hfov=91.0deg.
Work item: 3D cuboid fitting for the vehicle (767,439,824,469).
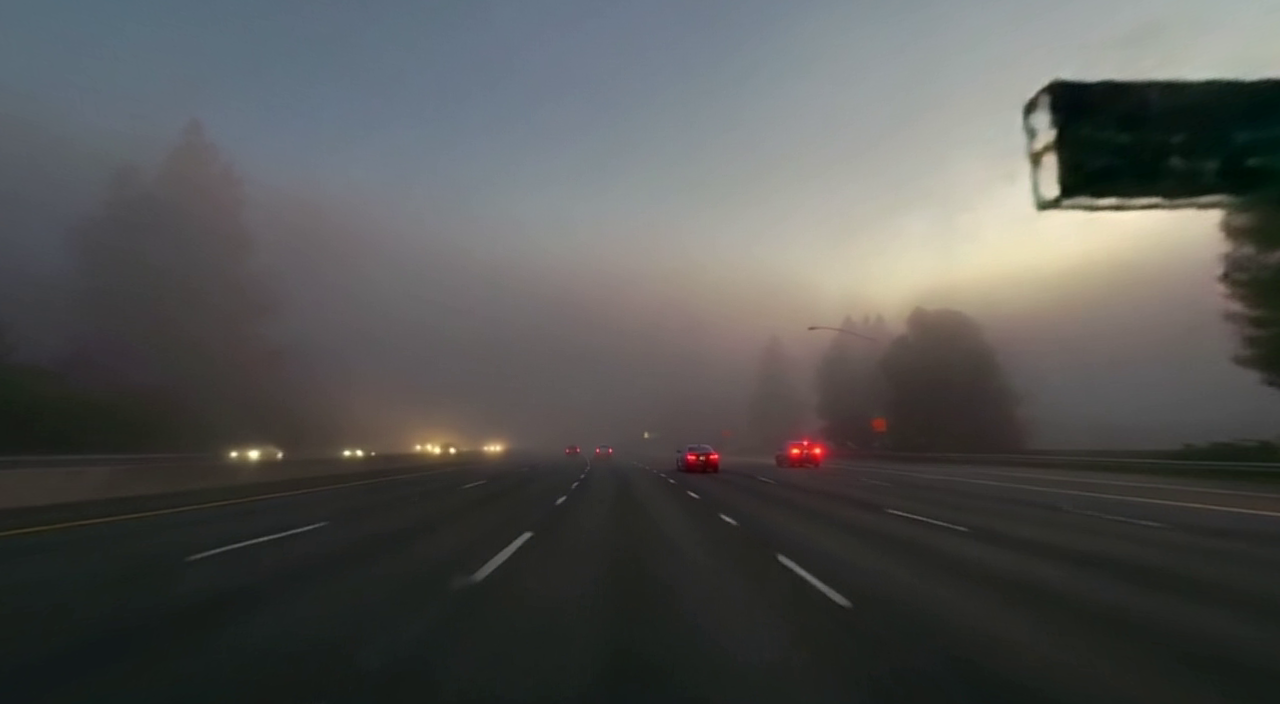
[{"bbox_3d":[9.213,6.099,37.718,1.909,1.634,4.739,1,-9,-4],"label":"vehicle"}]

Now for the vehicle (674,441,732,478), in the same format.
[{"bbox_3d":[2.785,4.842,28.623,1.975,1.562,3.823,1,-9,-4],"label":"vehicle"}]
